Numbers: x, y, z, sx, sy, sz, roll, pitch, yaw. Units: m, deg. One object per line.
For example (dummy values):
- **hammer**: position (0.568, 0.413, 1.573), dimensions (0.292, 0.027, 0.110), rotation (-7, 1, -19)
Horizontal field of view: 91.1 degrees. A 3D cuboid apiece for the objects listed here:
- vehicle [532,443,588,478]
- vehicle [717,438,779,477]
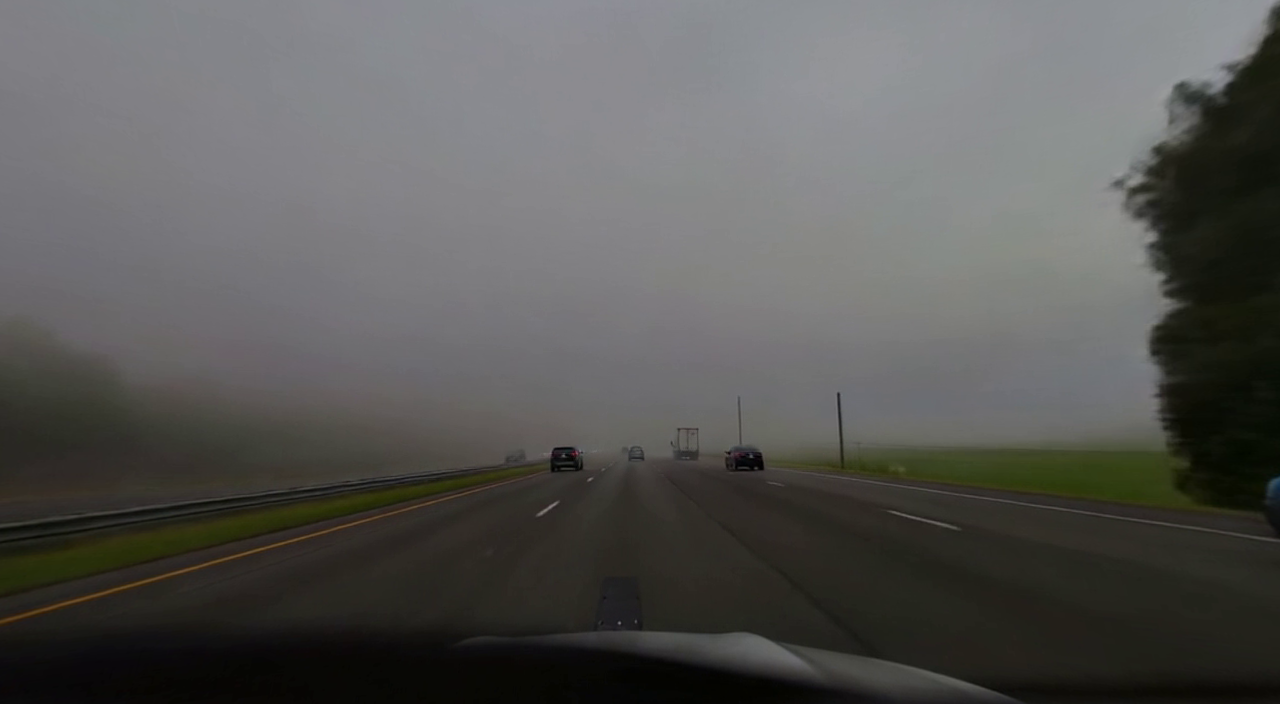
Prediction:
- **vehicle**: position (-3.823, 5.296, 30.910), dimensions (2.160, 1.530, 4.500), rotation (0, -9, 0)
- **vehicle**: position (4.952, 4.933, 29.629), dimensions (2.069, 1.625, 4.832), rotation (0, -9, 0)
